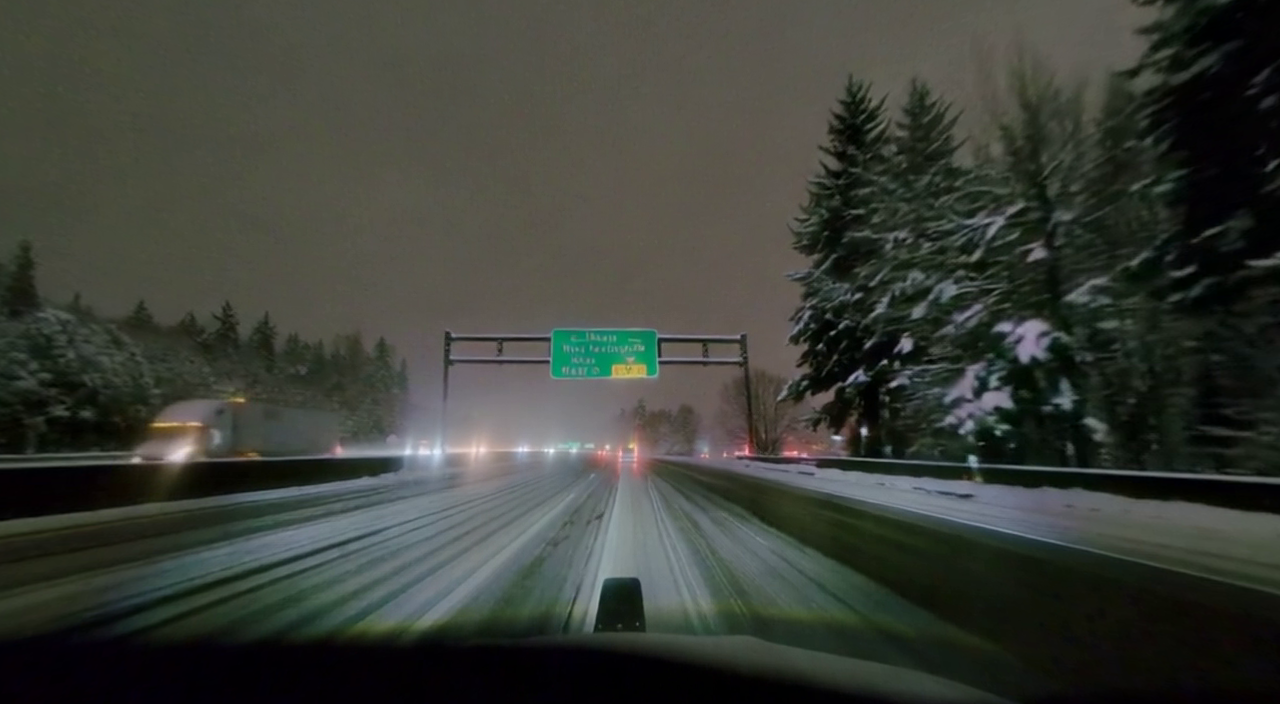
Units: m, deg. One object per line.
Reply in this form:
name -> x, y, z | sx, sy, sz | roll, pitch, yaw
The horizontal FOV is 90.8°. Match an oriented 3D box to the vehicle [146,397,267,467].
vehicle -> -25.785, 4.880, 37.944 | 3.021, 3.858, 5.845 | 0, -9, -2
